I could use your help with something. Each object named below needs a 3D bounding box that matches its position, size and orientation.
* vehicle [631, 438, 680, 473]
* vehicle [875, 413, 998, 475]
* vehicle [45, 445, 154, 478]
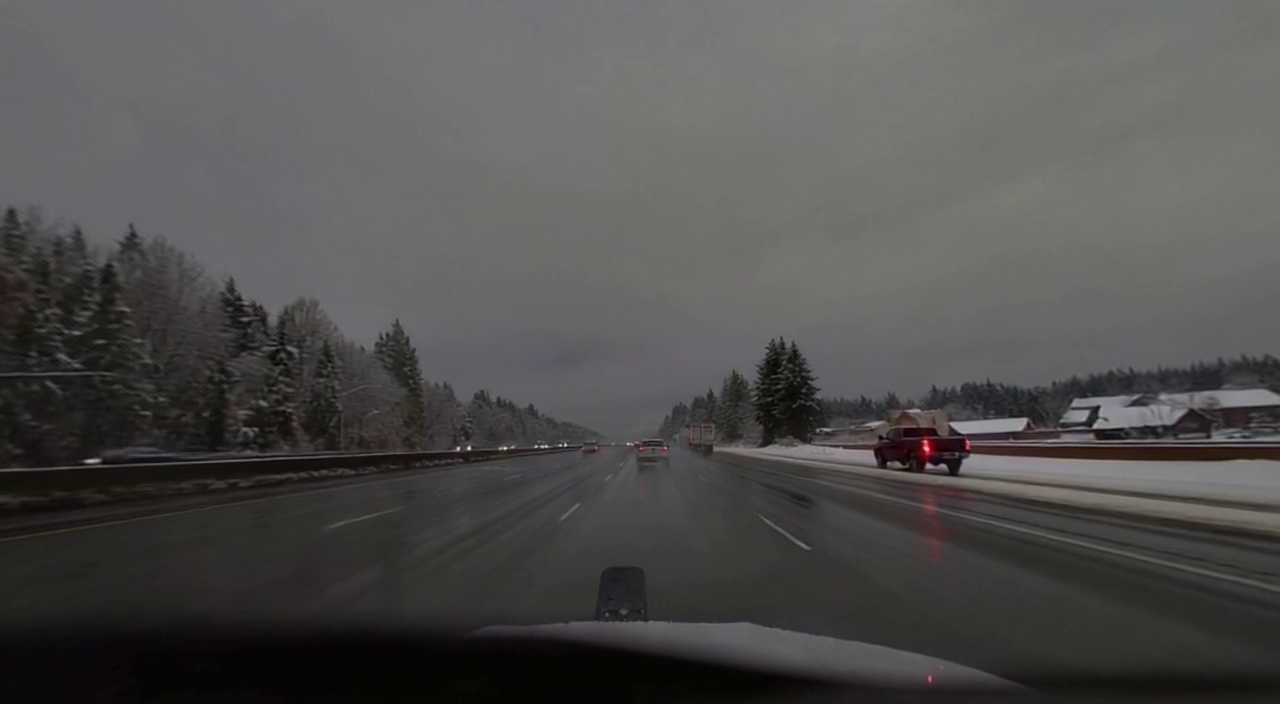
[{"bbox_3d":[0.664,4.734,29.135,2.112,1.482,4.082,0,-8,0],"label":"vehicle"},{"bbox_3d":[12.950,4.095,28.193,2.336,2.415,6.056,0,-8,-2],"label":"vehicle"},{"bbox_3d":[-32.266,6.525,37.871,2.002,1.777,5.022,0,-8,1],"label":"vehicle"}]
